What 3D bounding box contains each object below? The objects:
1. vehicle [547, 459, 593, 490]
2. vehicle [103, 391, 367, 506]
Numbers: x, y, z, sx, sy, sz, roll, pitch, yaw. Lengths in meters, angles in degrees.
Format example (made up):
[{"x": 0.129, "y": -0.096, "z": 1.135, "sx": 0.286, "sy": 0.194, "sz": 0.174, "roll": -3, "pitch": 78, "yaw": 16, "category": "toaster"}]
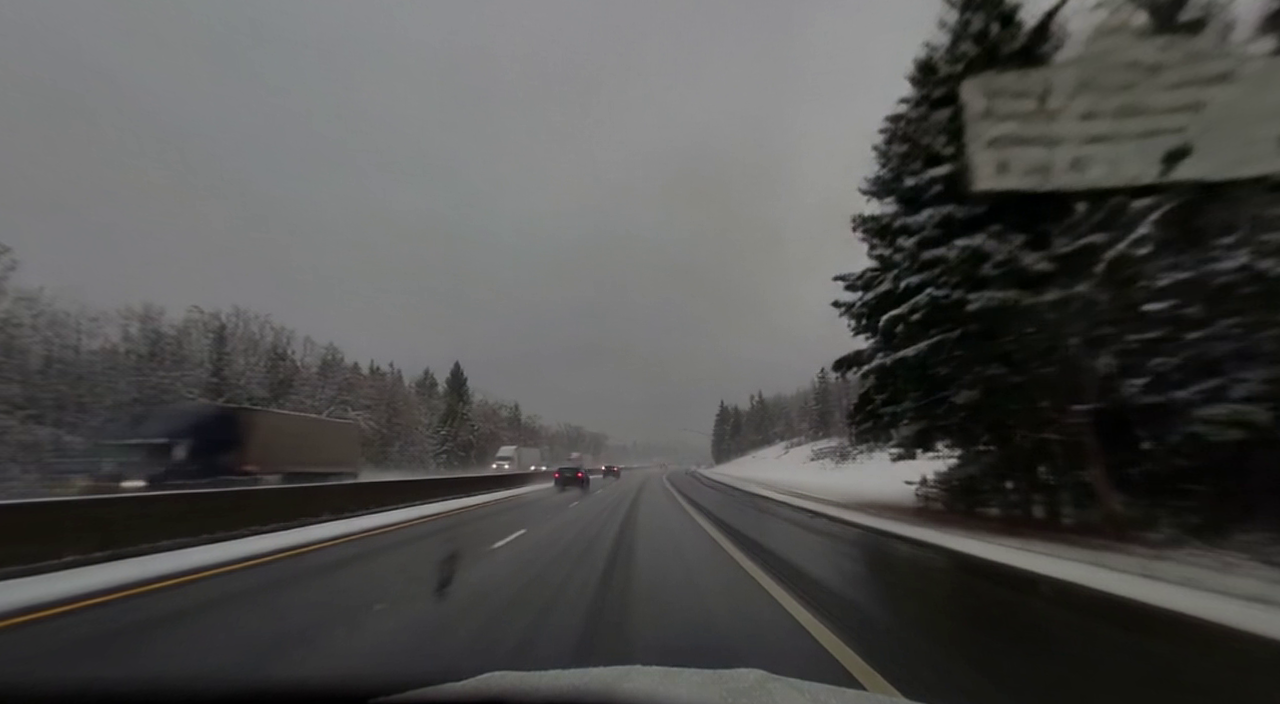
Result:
[{"x": -4.226, "y": 7.523, "z": 38.775, "sx": 2.160, "sy": 1.721, "sz": 4.368, "roll": 1, "pitch": -11, "yaw": 2, "category": "vehicle"}, {"x": -17.498, "y": 4.722, "z": 29.591, "sx": 2.862, "sy": 4.065, "sz": 14.159, "roll": 1, "pitch": -11, "yaw": 0, "category": "vehicle"}]
